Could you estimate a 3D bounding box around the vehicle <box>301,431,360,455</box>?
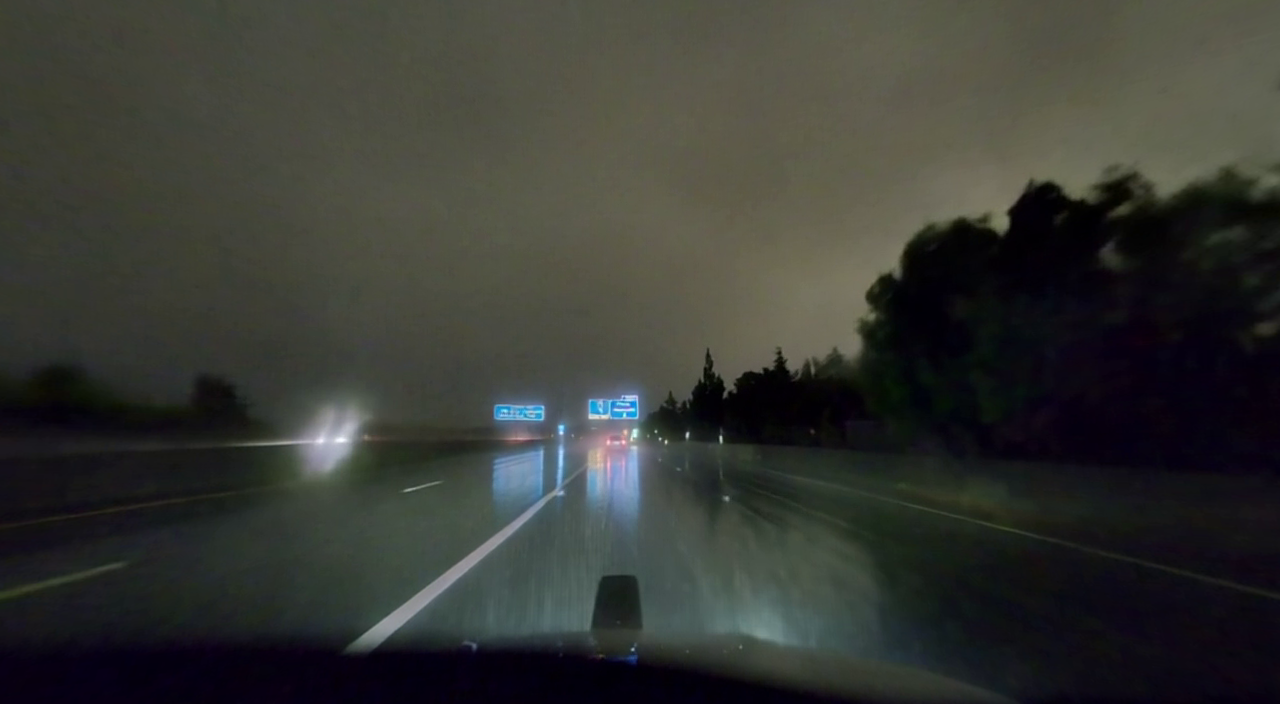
[{"bbox_3d":[-21.300,6.276,43.511,1.839,1.514,4.616,0,-8,-2],"label":"vehicle"}]
